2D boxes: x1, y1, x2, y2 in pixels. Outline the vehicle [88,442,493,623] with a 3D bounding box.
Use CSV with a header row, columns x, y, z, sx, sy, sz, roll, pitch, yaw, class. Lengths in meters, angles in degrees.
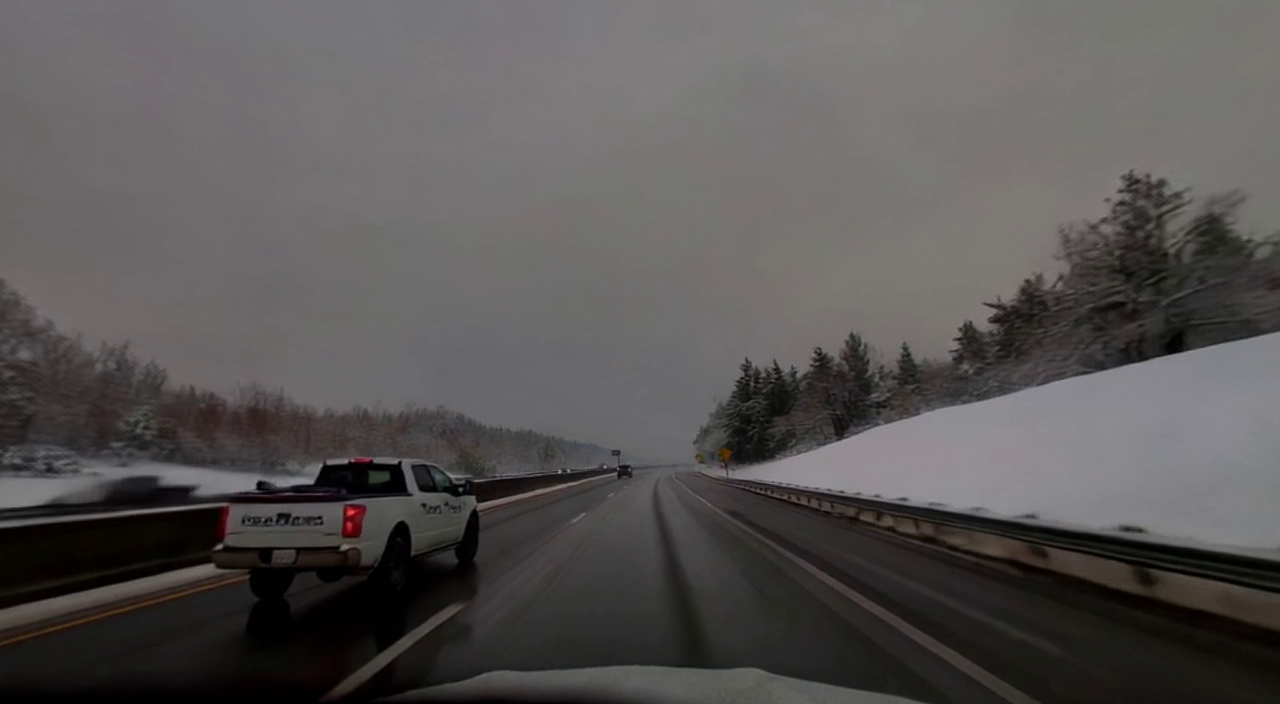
x,y,z,sx,sy,sz,roll,pitch,yaw,class
-3.607,2.012,7.997,2.135,1.506,5.041,0,-10,1,vehicle
